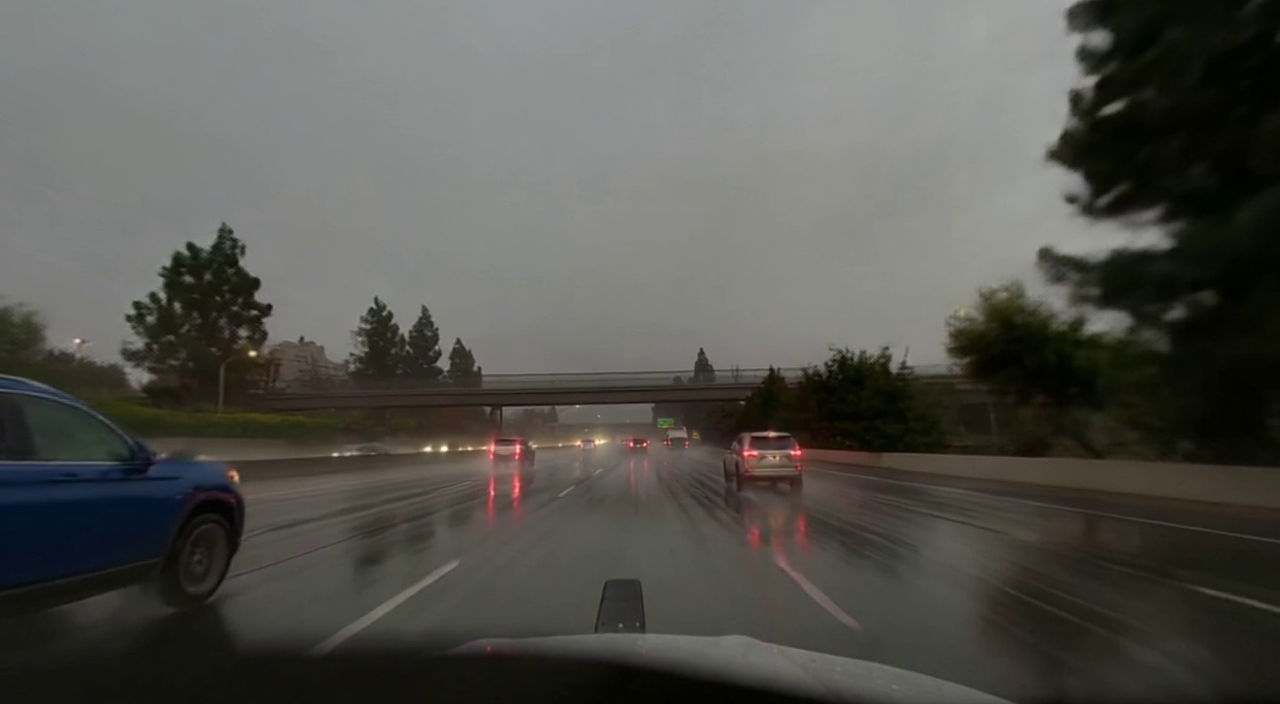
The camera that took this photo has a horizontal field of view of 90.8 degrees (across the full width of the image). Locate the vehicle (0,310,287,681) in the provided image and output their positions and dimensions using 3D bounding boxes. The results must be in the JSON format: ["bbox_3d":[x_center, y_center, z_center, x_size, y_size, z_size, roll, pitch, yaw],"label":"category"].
[{"bbox_3d":[-4.276,0.759,3.386,2.018,1.872,4.728,0,-8,0],"label":"vehicle"}]

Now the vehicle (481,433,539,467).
[{"bbox_3d":[-7.445,5.668,36.636,2.193,1.818,4.995,0,-8,1],"label":"vehicle"}]

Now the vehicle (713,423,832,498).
[{"bbox_3d":[3.373,2.883,17.172,2.185,1.749,4.477,0,-8,-1],"label":"vehicle"}]
